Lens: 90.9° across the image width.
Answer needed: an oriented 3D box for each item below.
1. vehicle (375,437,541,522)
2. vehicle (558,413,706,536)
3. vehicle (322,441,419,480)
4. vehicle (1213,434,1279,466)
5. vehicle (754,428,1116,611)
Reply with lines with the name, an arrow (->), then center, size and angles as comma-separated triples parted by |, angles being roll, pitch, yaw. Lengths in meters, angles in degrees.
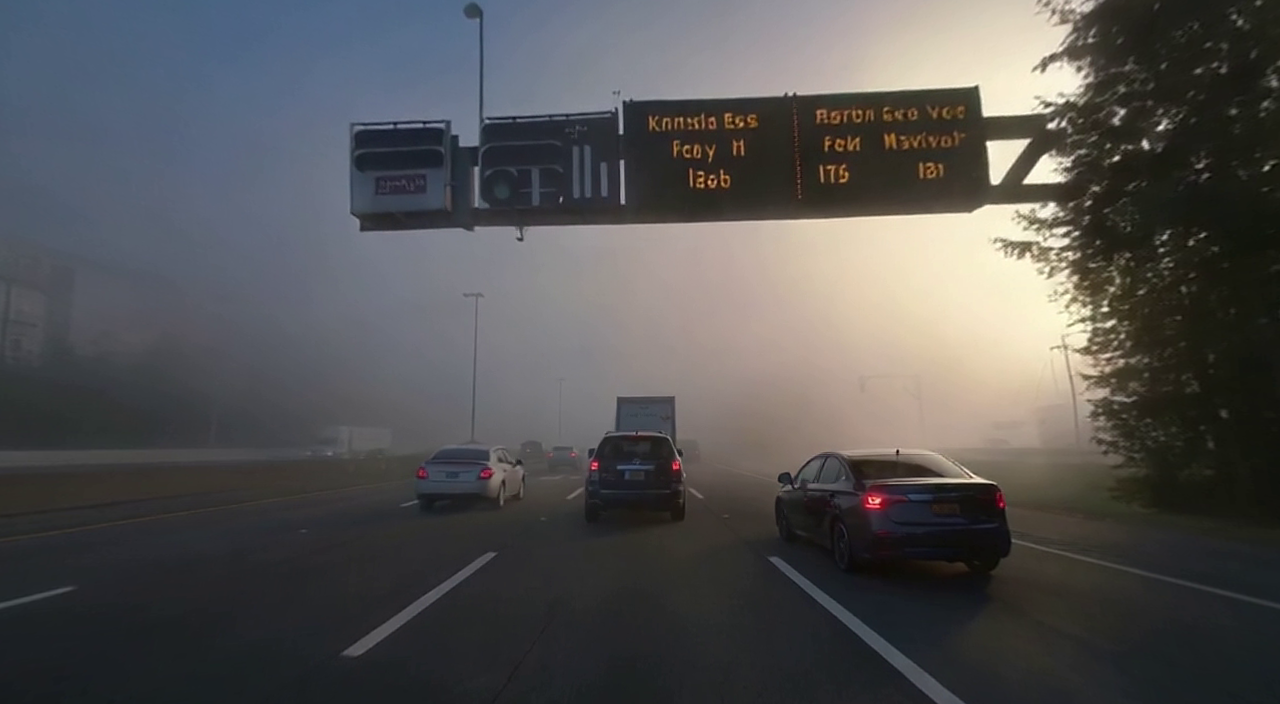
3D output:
vehicle -> -3.534, 2.574, 13.296 | 2.132, 1.464, 4.481 | 0, -9, 1
vehicle -> -0.127, 2.093, 11.268 | 2.152, 1.779, 3.924 | 0, -9, 0
vehicle -> -11.116, 4.499, 26.474 | 1.930, 1.485, 4.765 | 0, -9, 1
vehicle -> 31.796, 4.868, 31.412 | 1.805, 1.536, 4.325 | 3, -9, -18
vehicle -> 2.838, 1.715, 7.474 | 2.018, 1.470, 4.491 | 0, -9, -1
